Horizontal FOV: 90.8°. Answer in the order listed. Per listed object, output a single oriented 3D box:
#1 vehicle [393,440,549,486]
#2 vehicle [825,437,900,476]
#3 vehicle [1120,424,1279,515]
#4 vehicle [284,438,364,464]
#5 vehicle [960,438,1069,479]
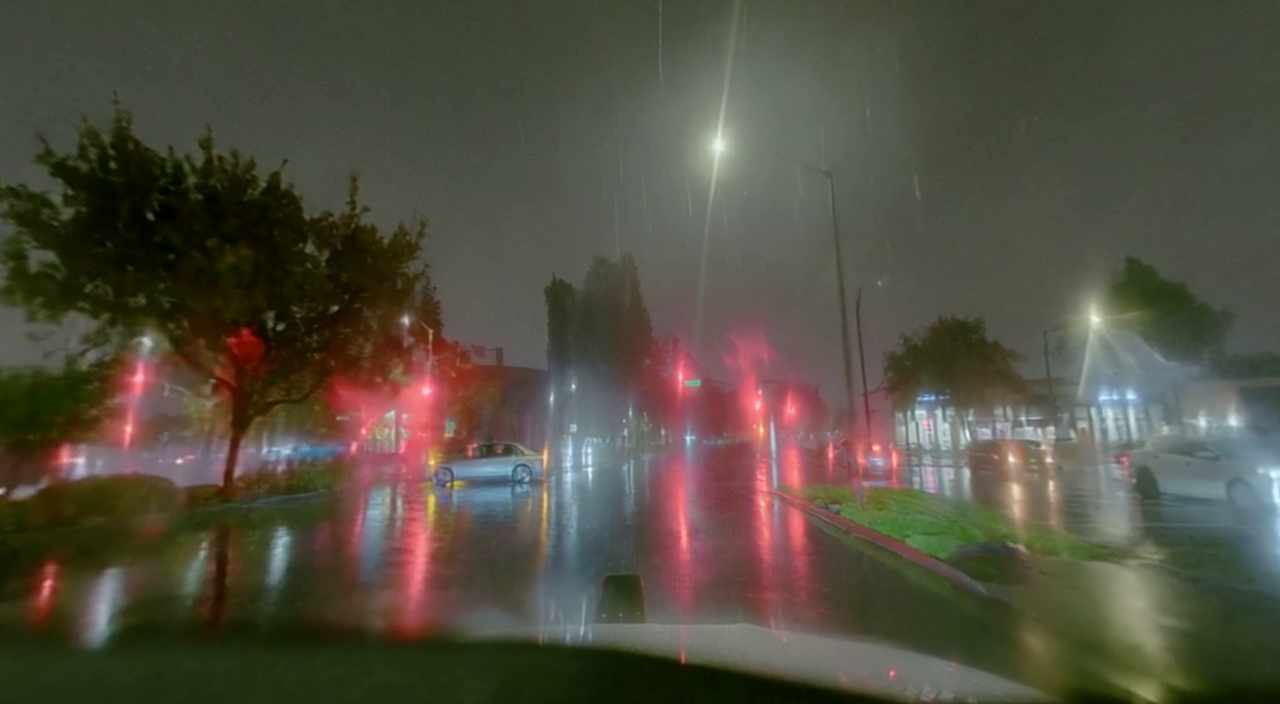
[{"bbox_3d":[-5.832,3.844,22.075,4.792,1.468,2.116,-2,-9,11],"label":"vehicle"},{"bbox_3d":[9.473,4.478,27.295,2.061,1.519,4.794,-1,-8,8],"label":"vehicle"},{"bbox_3d":[12.770,2.458,13.692,1.921,1.657,4.400,-2,-9,11],"label":"vehicle"},{"bbox_3d":[-22.306,7.017,44.815,4.906,1.784,1.913,3,-9,-23],"label":"vehicle"},{"bbox_3d":[14.918,4.242,25.492,1.951,1.491,4.359,-1,-8,4],"label":"vehicle"}]
